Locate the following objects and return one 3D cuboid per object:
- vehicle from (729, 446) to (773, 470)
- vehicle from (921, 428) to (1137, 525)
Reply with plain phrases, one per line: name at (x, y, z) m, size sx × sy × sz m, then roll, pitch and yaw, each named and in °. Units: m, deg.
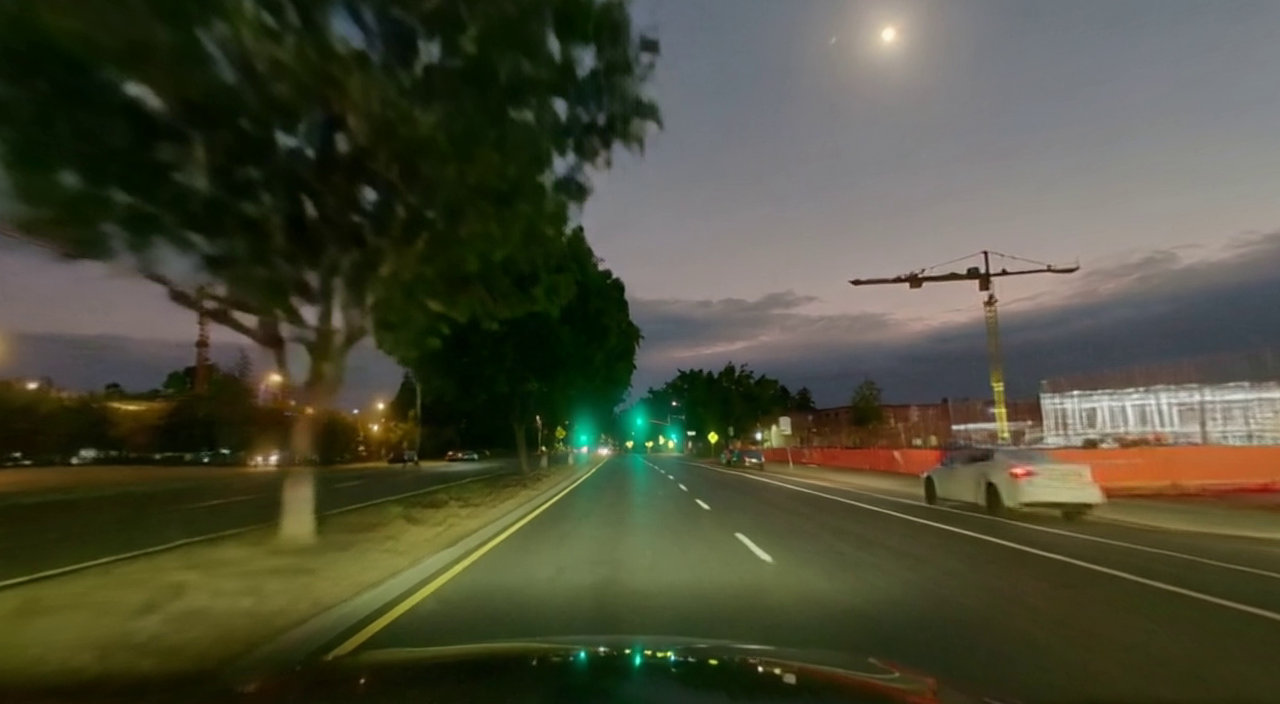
vehicle at (7.631, 7.305, 43.851) m, size 1.974 × 1.472 × 4.654 m, roll 2°, pitch -8°, yaw -3°
vehicle at (8.259, 2.649, 14.055) m, size 2.080 × 1.706 × 4.392 m, roll 2°, pitch -8°, yaw 1°
